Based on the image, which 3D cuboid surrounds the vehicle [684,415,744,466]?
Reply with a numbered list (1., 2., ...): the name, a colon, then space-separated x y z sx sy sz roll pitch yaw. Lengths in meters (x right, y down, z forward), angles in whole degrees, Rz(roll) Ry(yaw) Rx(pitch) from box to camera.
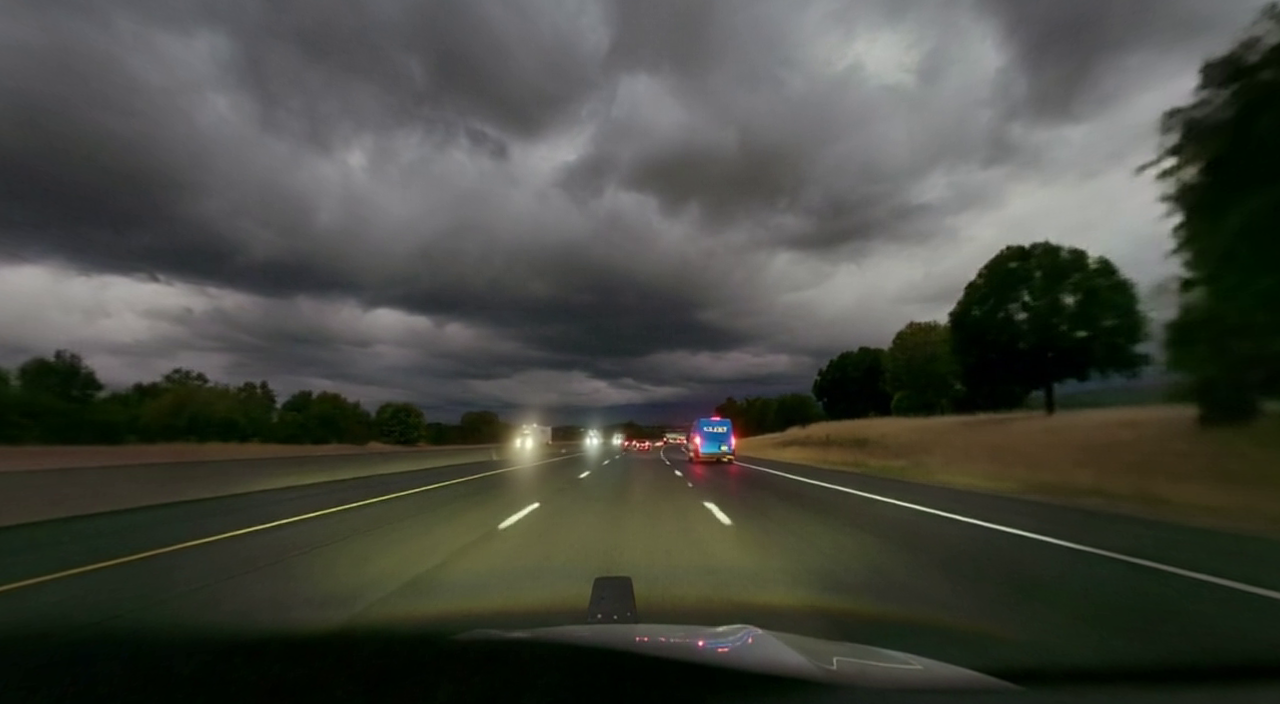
1. vehicle: 3.933 4.889 34.736 2.485 2.562 5.535 0 -8 -2
